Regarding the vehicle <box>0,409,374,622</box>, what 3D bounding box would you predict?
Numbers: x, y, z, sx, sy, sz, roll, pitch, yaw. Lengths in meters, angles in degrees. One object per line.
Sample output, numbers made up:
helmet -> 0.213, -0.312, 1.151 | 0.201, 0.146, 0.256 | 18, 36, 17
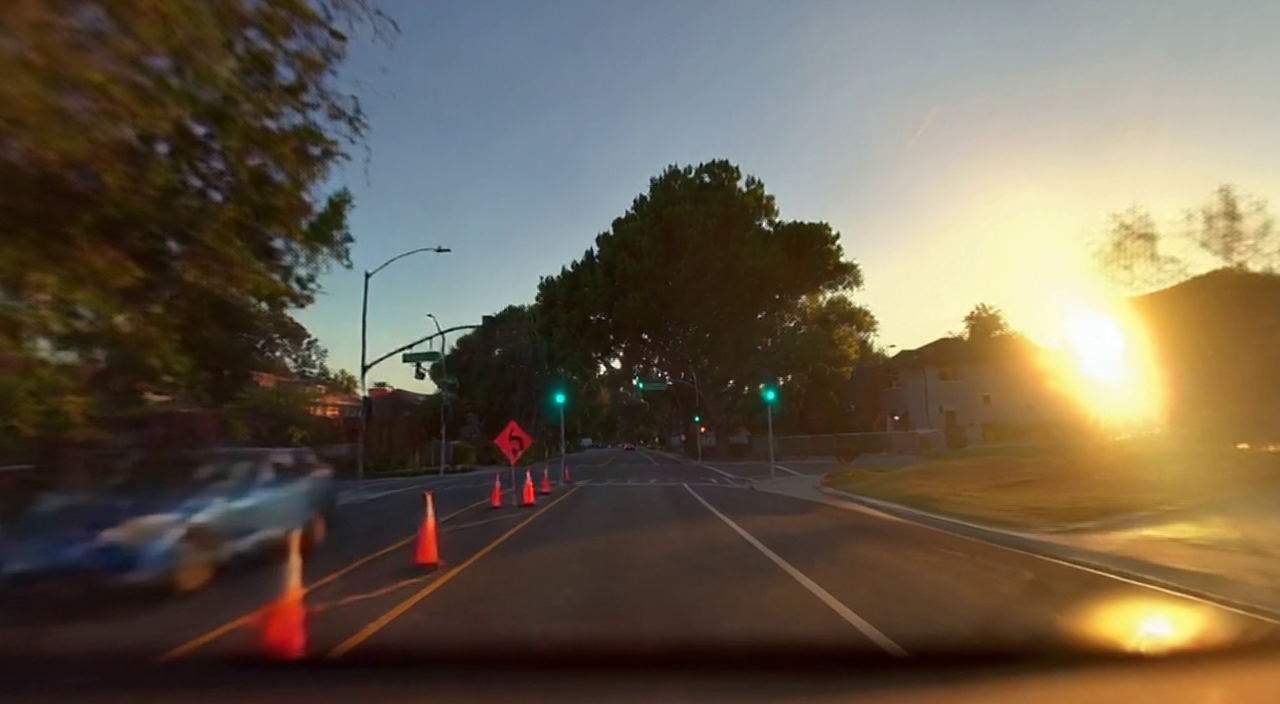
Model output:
vehicle -> -5.567, 1.825, 8.133 | 2.240, 1.879, 4.847 | 0, -9, -1
